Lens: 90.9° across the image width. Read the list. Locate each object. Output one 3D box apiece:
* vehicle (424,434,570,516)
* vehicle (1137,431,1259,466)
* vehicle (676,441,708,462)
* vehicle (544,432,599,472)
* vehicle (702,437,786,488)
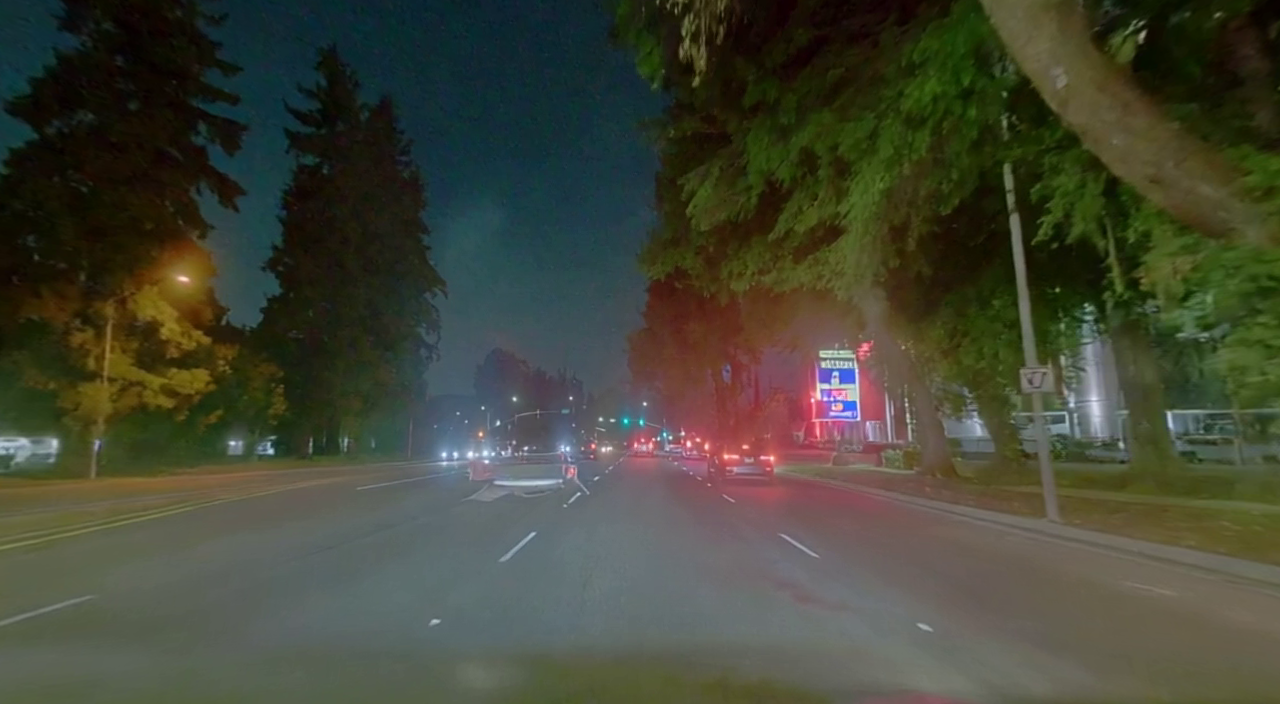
[{"bbox_3d":[-2.790,2.499,13.307,1.971,1.433,3.923,-1,-8,3],"label":"vehicle"},{"bbox_3d":[30.583,5.302,34.813,1.945,1.746,4.929,1,-8,-5],"label":"vehicle"},{"bbox_3d":[3.810,7.367,46.862,1.913,1.463,4.198,0,-8,-1],"label":"vehicle"},{"bbox_3d":[-3.183,4.778,30.229,2.023,1.720,4.452,0,-8,1],"label":"vehicle"},{"bbox_3d":[3.300,3.592,20.885,1.948,1.474,4.360,0,-8,-1],"label":"vehicle"}]
